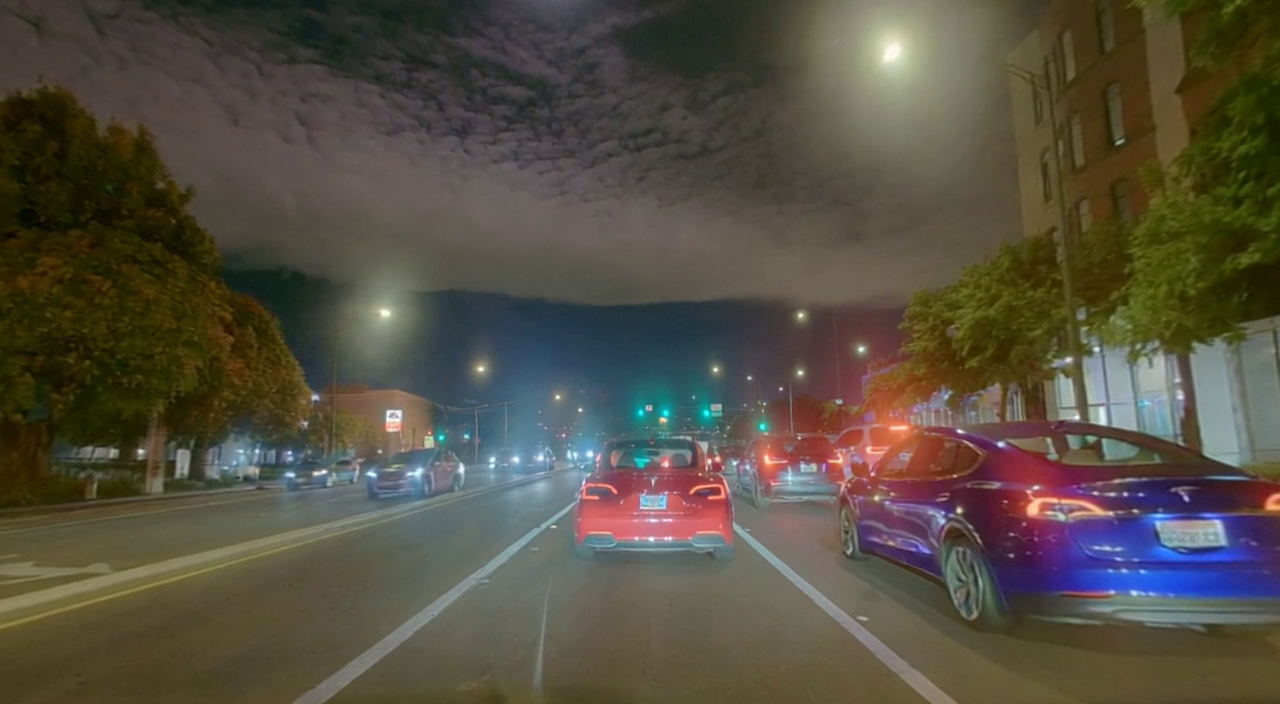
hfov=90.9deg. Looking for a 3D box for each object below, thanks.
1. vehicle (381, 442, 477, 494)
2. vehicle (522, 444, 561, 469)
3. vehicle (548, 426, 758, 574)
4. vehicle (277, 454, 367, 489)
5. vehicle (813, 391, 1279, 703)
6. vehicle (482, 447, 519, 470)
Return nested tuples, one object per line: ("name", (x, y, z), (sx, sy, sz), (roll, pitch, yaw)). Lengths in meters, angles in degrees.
("vehicle", (-7.511, 4.142, 22.924), (1.968, 1.682, 4.213), (0, -8, 1))
("vehicle", (-7.310, 7.785, 47.155), (2.036, 1.705, 4.520), (0, -8, 2))
("vehicle", (0.147, 1.801, 8.468), (2.137, 1.488, 3.938), (0, -8, 0))
("vehicle", (-14.837, 5.566, 29.709), (1.999, 1.462, 4.200), (0, -8, 1))
("vehicle", (3.219, 1.361, 5.661), (2.038, 1.651, 4.455), (0, -8, 0))
("vehicle", (-10.330, 7.883, 46.962), (1.690, 1.628, 4.281), (0, -8, 1))
